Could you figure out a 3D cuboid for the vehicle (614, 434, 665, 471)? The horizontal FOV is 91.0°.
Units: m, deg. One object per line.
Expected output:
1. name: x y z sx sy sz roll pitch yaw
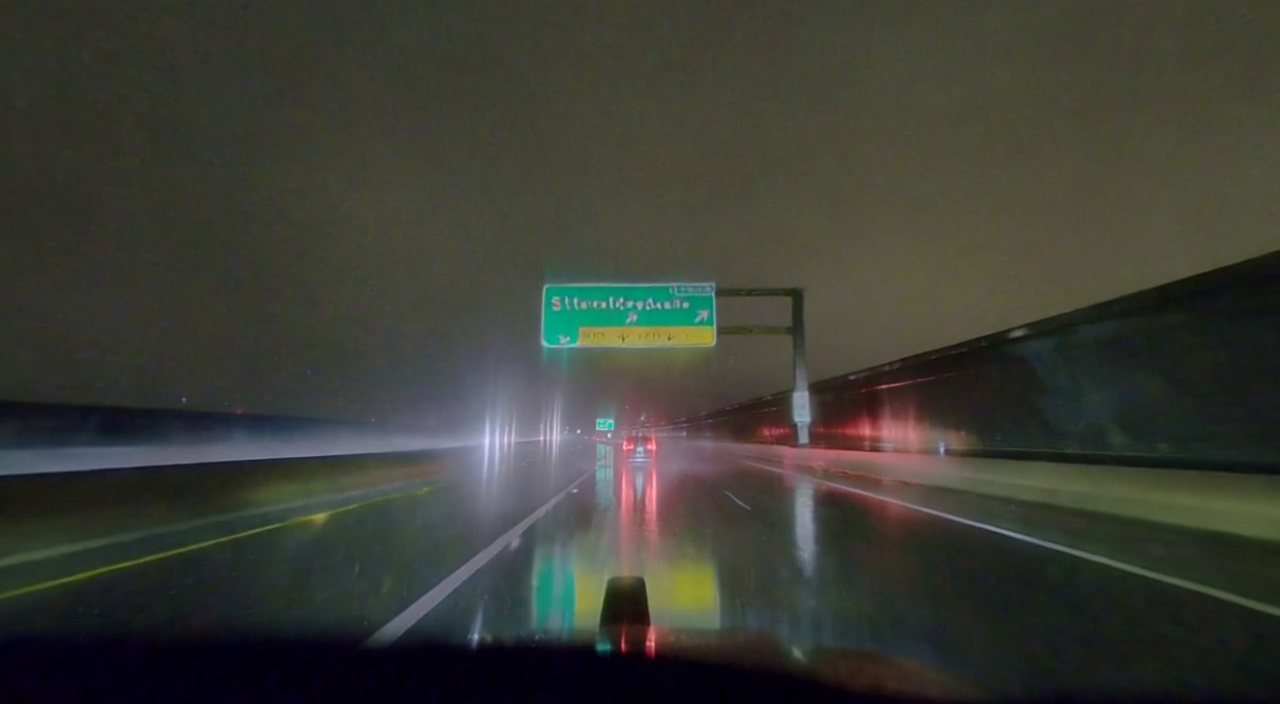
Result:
1. vehicle: -0.042 4.510 28.361 2.130 1.512 4.057 1 -8 0
